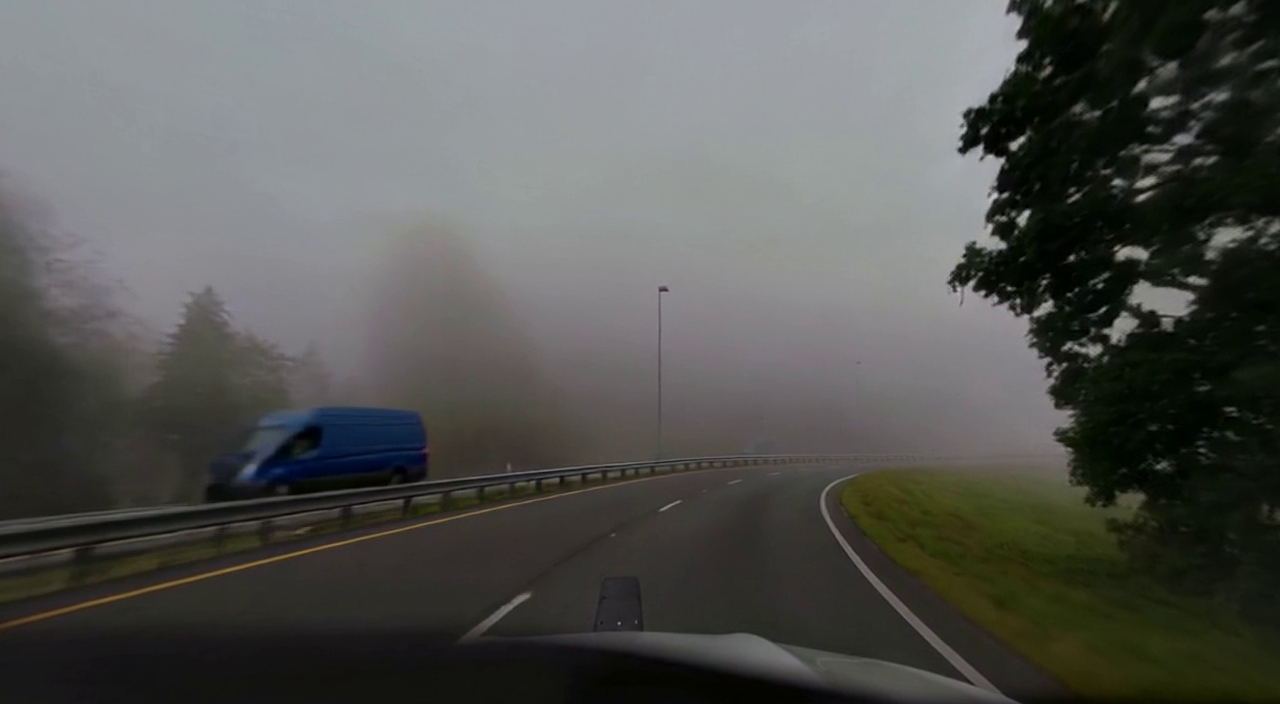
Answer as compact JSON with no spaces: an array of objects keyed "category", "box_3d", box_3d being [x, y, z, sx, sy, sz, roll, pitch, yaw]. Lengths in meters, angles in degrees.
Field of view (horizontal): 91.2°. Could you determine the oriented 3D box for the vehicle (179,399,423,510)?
[{"category":"vehicle","box_3d":[-9.760,3.088,19.152,2.447,2.725,6.755,-3,-9,15]}]
